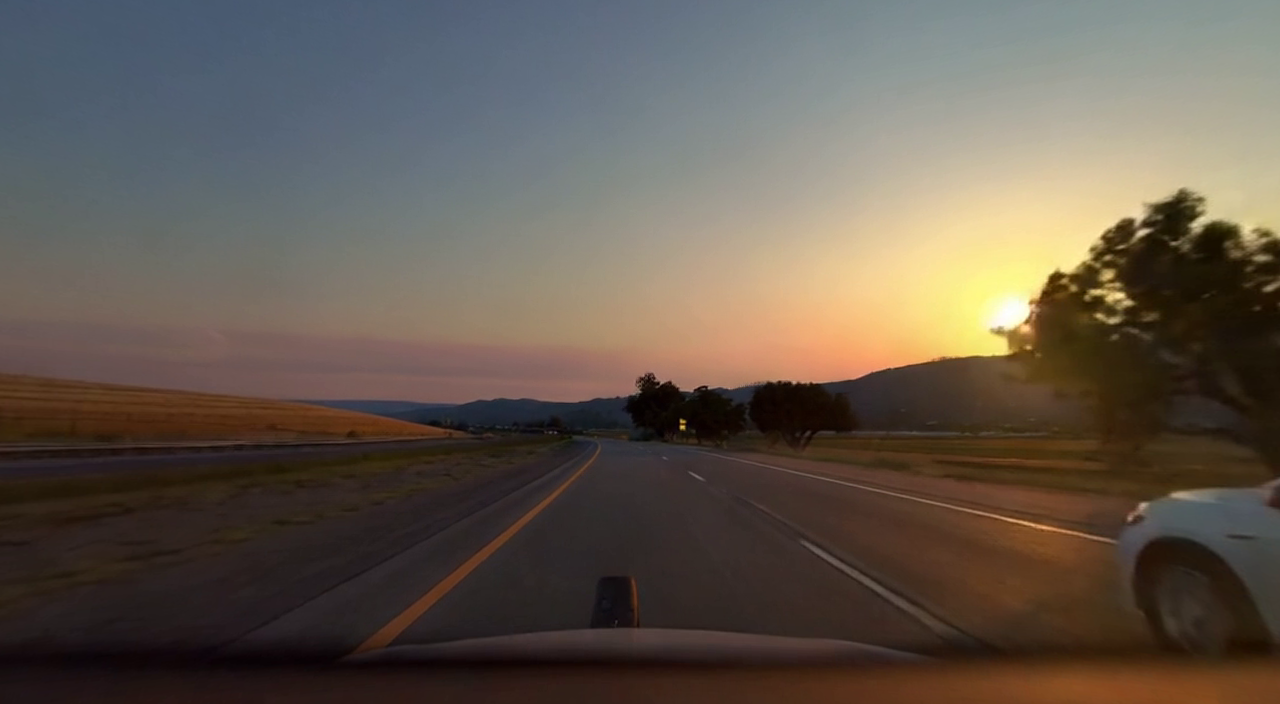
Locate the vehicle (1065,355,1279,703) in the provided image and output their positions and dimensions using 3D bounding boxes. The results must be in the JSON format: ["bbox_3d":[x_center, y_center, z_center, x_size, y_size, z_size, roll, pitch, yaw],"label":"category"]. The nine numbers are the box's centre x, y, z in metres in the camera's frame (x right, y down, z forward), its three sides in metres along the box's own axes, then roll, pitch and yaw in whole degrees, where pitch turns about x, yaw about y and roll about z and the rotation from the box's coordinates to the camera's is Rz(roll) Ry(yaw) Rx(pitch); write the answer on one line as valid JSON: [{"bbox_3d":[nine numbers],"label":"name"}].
[{"bbox_3d":[3.729,0.734,1.903,1.941,1.655,4.137,0,-8,-1],"label":"vehicle"}]
